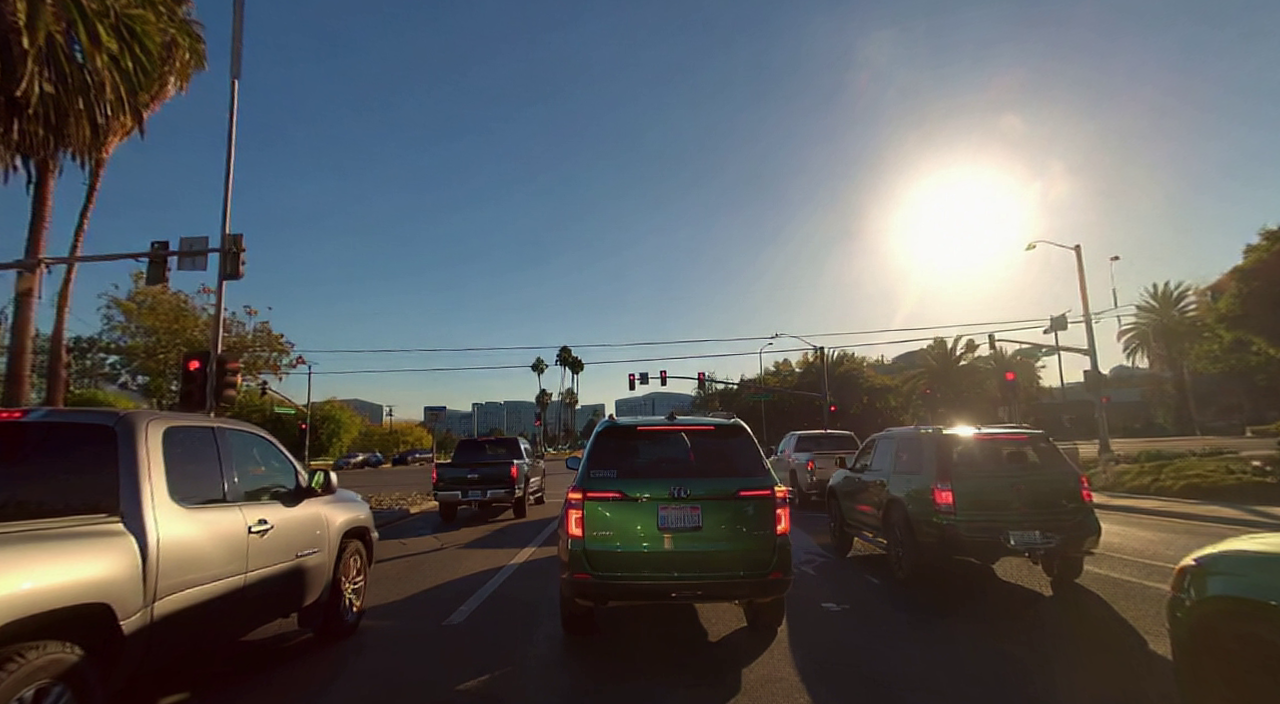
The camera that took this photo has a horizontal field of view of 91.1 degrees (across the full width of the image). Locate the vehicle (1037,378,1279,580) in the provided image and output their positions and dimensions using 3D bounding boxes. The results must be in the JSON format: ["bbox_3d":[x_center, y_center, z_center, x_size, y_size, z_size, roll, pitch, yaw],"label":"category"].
[{"bbox_3d":[7.327,1.336,6.805,2.337,1.925,5.728,0,-8,1],"label":"vehicle"}]

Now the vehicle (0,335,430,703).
[{"bbox_3d":[-3.161,1.085,3.902,2.171,1.702,4.416,0,-9,0],"label":"vehicle"}]

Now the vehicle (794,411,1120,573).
[{"bbox_3d":[4.001,1.866,9.294,2.072,1.704,5.170,0,-8,-1],"label":"vehicle"}]

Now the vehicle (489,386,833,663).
[{"bbox_3d":[0.160,1.374,6.037,2.123,1.704,4.128,0,-8,1],"label":"vehicle"}]
